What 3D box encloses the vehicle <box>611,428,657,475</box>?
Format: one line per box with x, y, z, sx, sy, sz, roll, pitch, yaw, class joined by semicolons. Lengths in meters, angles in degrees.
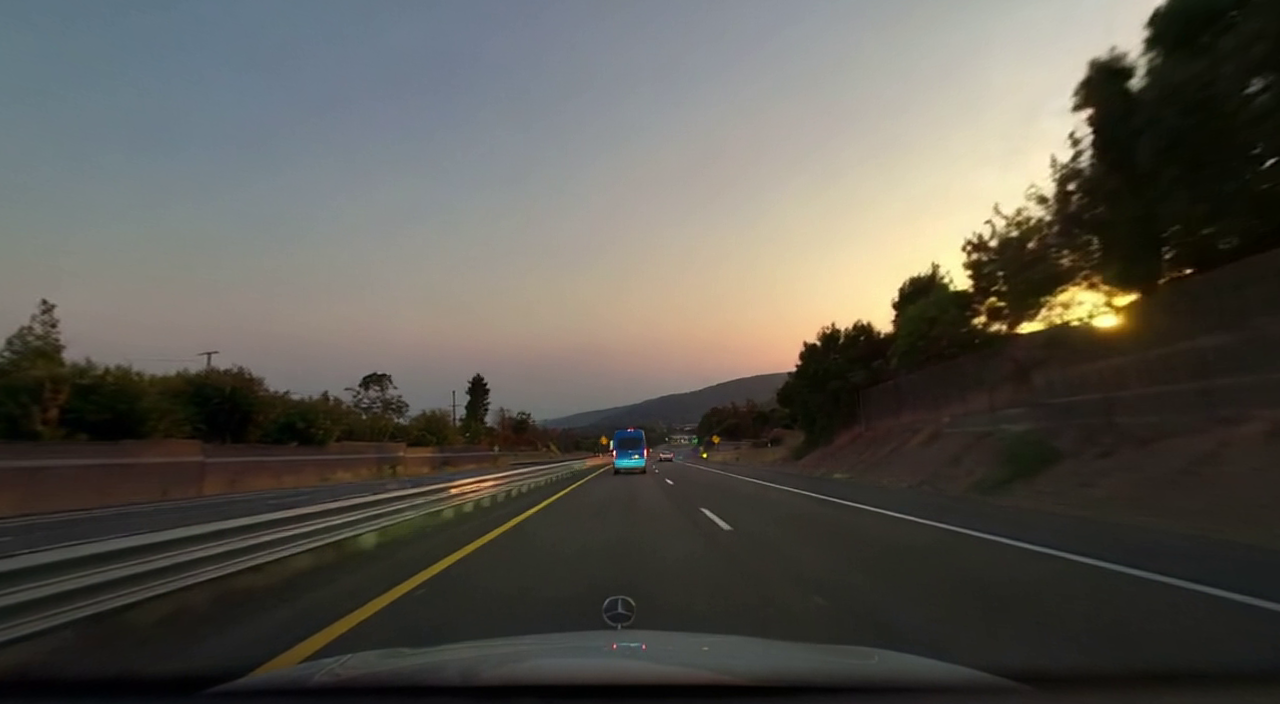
-0.351;5.998;37.806;2.560;2.598;5.581;0;-9;-1;vehicle
